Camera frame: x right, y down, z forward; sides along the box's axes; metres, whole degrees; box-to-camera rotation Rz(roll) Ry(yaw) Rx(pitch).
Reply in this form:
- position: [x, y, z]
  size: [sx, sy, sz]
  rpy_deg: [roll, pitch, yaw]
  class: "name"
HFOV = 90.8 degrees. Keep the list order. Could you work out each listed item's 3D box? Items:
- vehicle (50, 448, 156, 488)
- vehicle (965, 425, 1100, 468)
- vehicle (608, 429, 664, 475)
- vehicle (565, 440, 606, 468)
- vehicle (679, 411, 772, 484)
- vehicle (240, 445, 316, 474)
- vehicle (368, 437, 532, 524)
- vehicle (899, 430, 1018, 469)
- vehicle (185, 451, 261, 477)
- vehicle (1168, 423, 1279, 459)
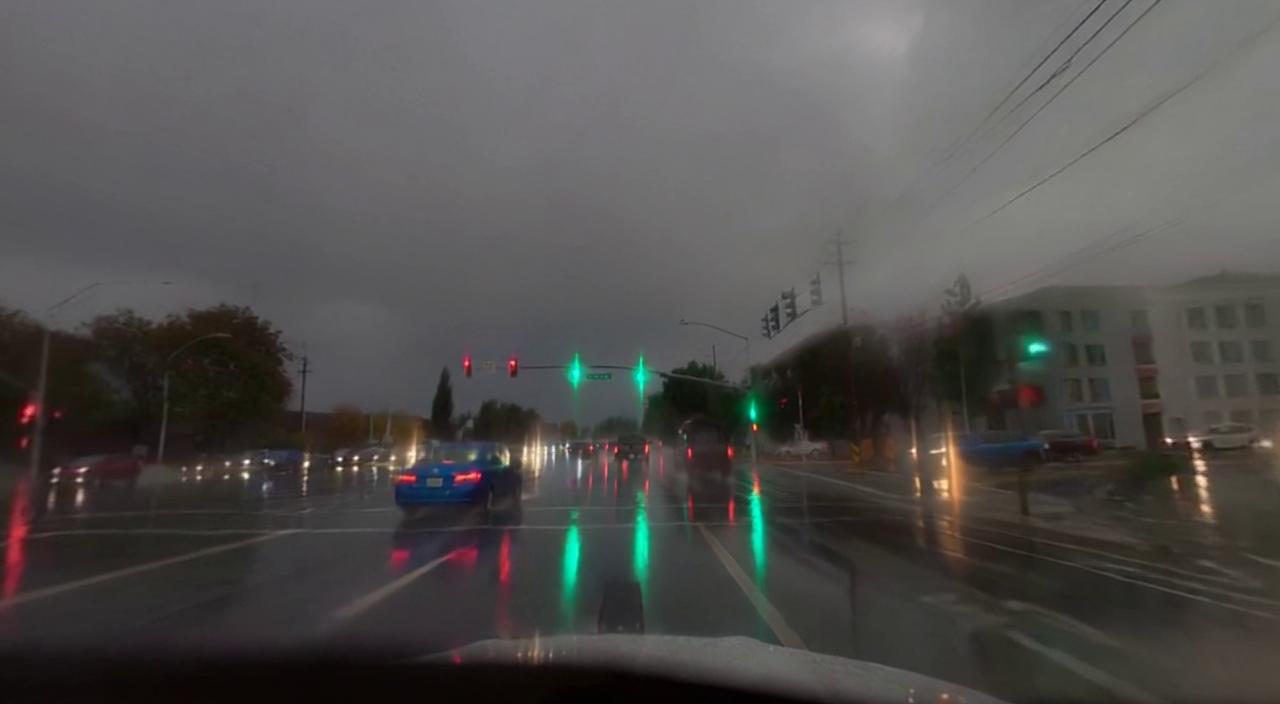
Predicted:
- position: [-23.017, 4.908, 27.053]
  size: [4.214, 1.557, 2.016]
  rpy_deg: [-5, -10, 30]
  class: "vehicle"
- position: [17.350, 4.232, 28.025]
  size: [4.782, 1.768, 2.152]
  rpy_deg: [2, -9, -11]
  class: "vehicle"
- position: [-0.093, 5.192, 33.005]
  size: [2.643, 2.145, 5.585]
  rpy_deg: [-1, -8, 3]
  class: "vehicle"
- position: [-3.629, 6.914, 42.964]
  size: [2.273, 1.749, 4.385]
  rpy_deg: [0, -8, 2]
  class: "vehicle"
- position: [3.323, 3.975, 26.421]
  size: [2.905, 2.636, 6.895]
  rpy_deg: [0, -8, 0]
  class: "vehicle"
- position: [-24.484, 7.289, 42.999]
  size: [2.224, 1.759, 4.994]
  rpy_deg: [-4, -9, 0]
  class: "vehicle"
- position: [-3.716, 2.588, 13.350]
  size: [1.939, 1.494, 4.499]
  rpy_deg: [0, -8, 2]
  class: "vehicle"
- position: [15.392, 4.726, 30.649]
  size: [4.681, 1.756, 2.109]
  rpy_deg: [2, -9, -9]
  class: "vehicle"
- position: [-28.125, 7.557, 42.832]
  size: [1.985, 1.609, 4.536]
  rpy_deg: [-1, -9, 1]
  class: "vehicle"
- position: [31.285, 4.723, 33.446]
  size: [4.848, 1.769, 2.301]
  rpy_deg: [2, -9, -8]
  class: "vehicle"
